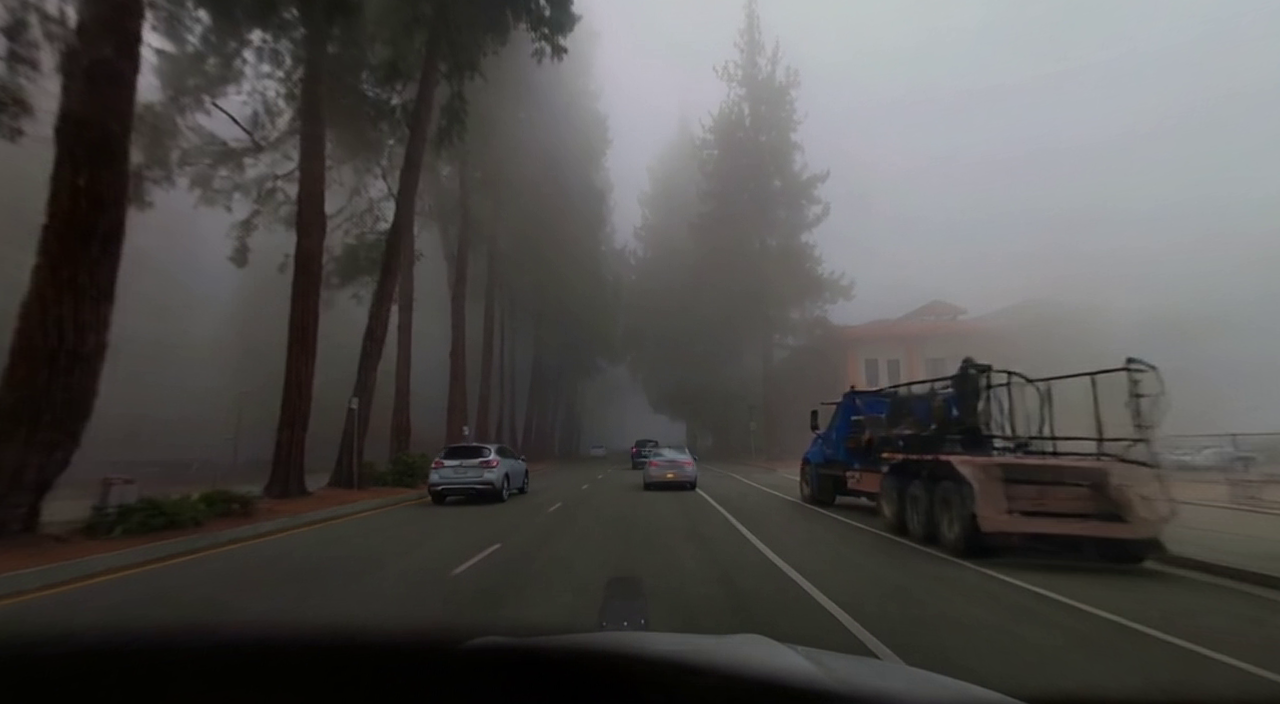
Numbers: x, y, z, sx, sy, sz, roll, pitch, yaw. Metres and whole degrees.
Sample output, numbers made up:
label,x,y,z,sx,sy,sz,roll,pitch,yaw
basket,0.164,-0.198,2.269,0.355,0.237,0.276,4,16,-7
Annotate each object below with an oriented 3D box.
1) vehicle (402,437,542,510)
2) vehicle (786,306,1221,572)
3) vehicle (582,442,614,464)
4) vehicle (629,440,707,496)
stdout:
label,x,y,z,sx,sy,sz,roll,pitch,yaw
vehicle,-3.885,2.901,15.576,2.003,1.507,4.808,0,-9,2
vehicle,5.453,1.671,12.201,3.089,3.258,8.841,0,-8,0
vehicle,-3.200,7.871,49.064,2.062,1.641,4.193,0,-9,2
vehicle,0.844,3.428,18.967,2.086,1.466,4.026,0,-9,3
